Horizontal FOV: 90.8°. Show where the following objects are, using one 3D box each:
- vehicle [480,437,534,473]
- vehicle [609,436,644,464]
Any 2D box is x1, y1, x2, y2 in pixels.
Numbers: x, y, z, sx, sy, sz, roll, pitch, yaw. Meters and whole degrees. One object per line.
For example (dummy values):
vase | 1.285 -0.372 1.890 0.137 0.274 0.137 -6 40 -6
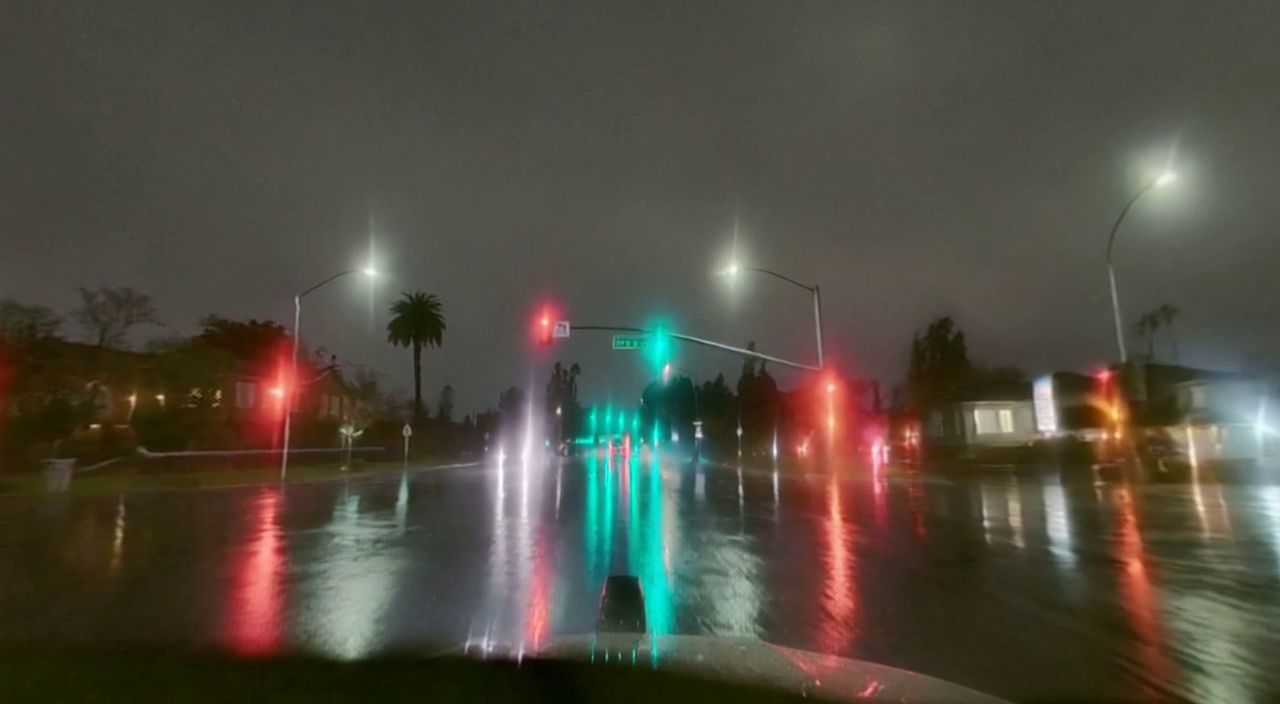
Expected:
vehicle | -6.724 5.215 32.286 1.983 1.684 3.938 0 -8 -1
vehicle | -1.017 6.896 44.450 2.248 1.833 4.798 0 -8 -3
